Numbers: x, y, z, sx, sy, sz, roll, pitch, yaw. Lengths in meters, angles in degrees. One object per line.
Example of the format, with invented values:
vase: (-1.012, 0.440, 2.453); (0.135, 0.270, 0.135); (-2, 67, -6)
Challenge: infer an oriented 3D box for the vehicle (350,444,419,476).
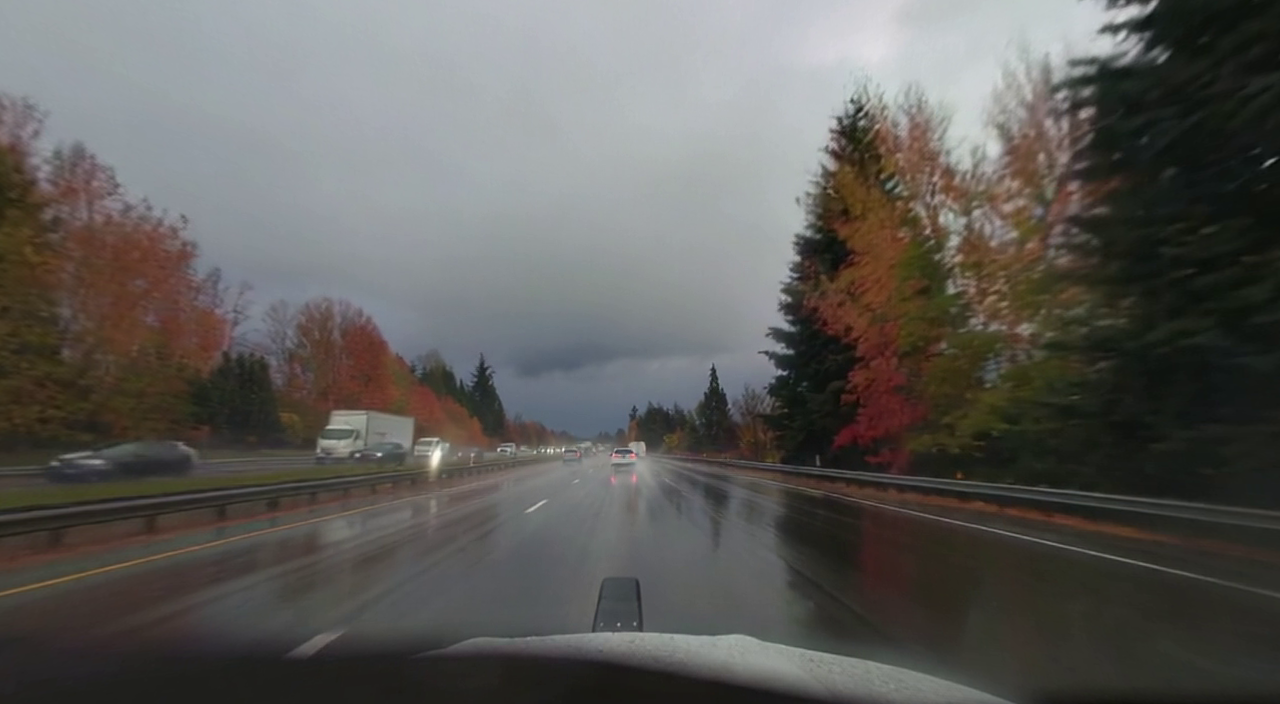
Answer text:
vehicle: (-12.876, 5.453, 31.883); (1.881, 1.507, 3.991); (0, -9, -1)

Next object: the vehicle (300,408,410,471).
vehicle: (-18.670, 5.943, 42.102); (2.988, 3.698, 10.089); (0, -9, -2)

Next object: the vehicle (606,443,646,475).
vehicle: (-0.781, 5.983, 35.196); (2.115, 1.661, 4.049); (0, -9, -2)

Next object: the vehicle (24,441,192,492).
vehicle: (-17.811, 3.833, 21.337); (1.850, 1.509, 4.482); (0, -9, -1)

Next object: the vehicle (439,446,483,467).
vehicle: (-13.428, 7.869, 47.279); (1.946, 1.512, 4.747); (0, -9, -1)
